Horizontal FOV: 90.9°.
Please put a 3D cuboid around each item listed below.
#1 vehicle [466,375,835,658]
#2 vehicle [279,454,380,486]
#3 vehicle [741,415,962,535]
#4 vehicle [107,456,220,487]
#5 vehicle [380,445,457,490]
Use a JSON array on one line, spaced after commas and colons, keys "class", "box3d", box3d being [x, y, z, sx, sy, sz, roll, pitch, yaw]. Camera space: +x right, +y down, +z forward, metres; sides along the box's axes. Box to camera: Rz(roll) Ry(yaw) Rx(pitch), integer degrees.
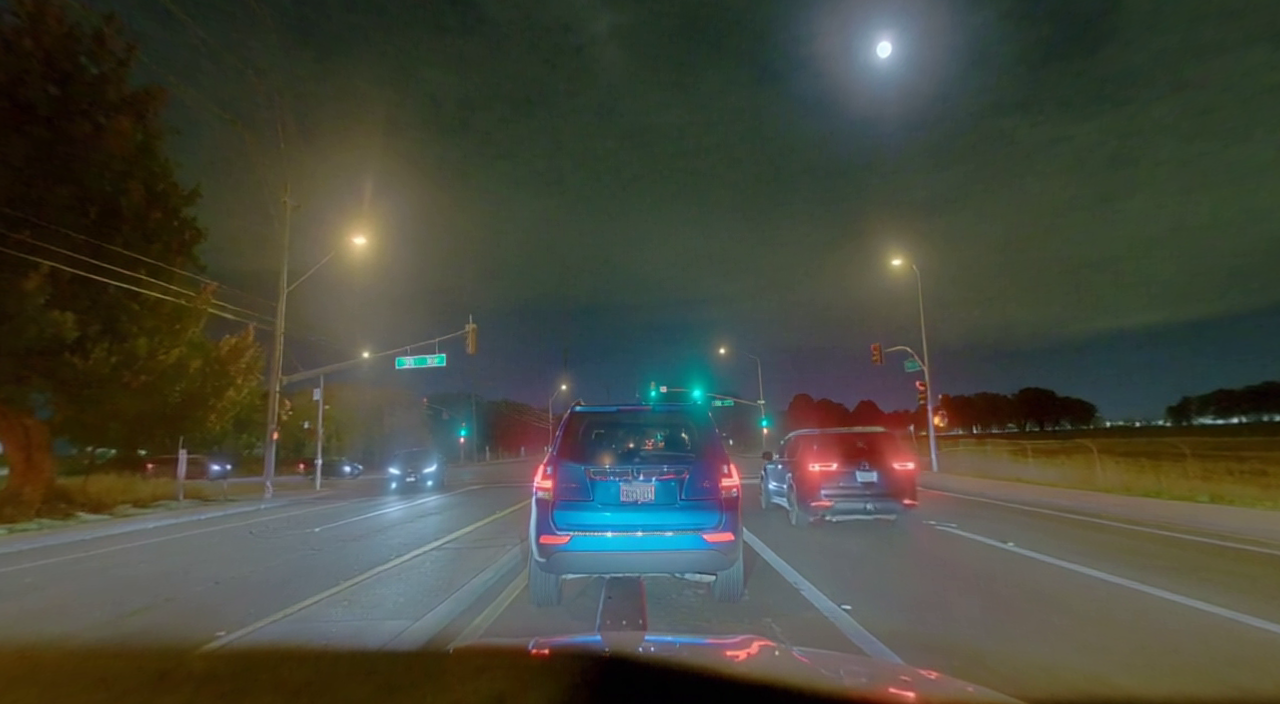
[{"class": "vehicle", "box3d": [0.058, 1.331, 6.109, 2.298, 1.770, 4.138, 0, -8, 0]}, {"class": "vehicle", "box3d": [-15.824, 5.951, 32.146, 4.559, 1.458, 2.265, -4, -9, 27]}, {"class": "vehicle", "box3d": [3.370, 2.082, 11.274, 2.340, 1.693, 4.516, 0, -8, 0]}, {"class": "vehicle", "box3d": [-26.698, 6.673, 35.457, 4.605, 1.626, 2.251, -1, -8, 3]}, {"class": "vehicle", "box3d": [-9.539, 4.843, 26.913, 2.026, 1.680, 4.608, 5, -10, -32]}]
